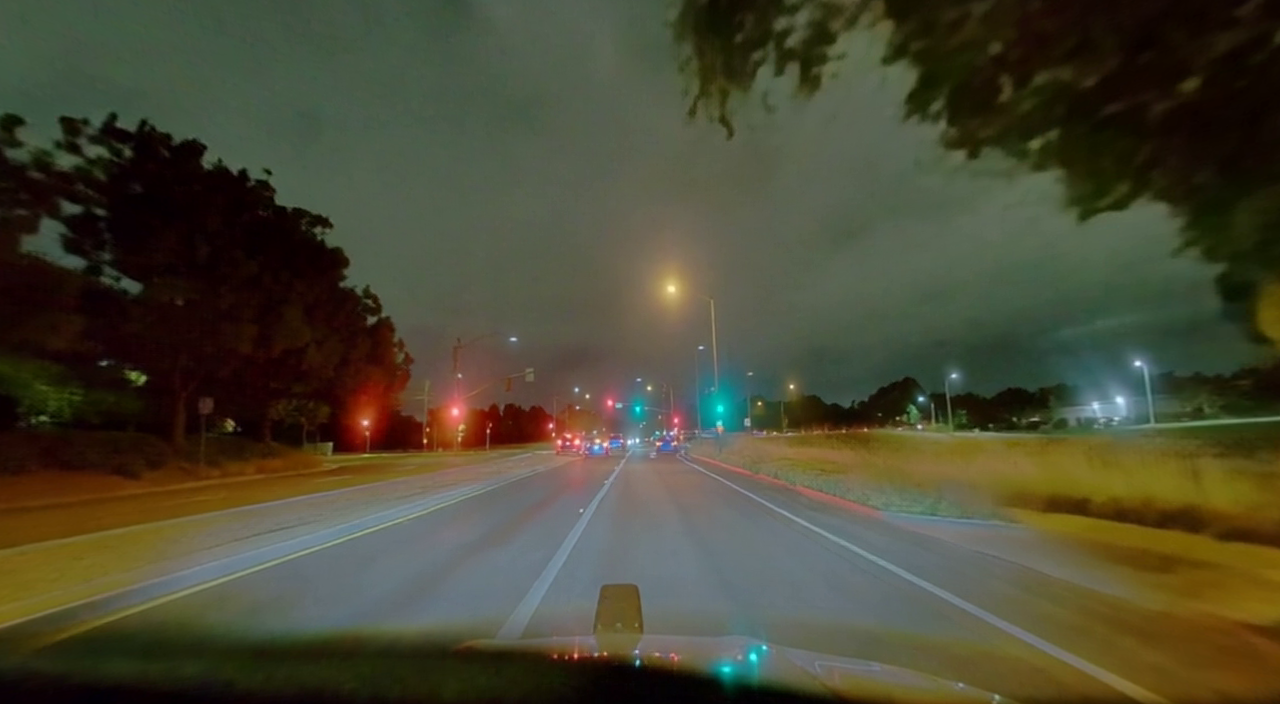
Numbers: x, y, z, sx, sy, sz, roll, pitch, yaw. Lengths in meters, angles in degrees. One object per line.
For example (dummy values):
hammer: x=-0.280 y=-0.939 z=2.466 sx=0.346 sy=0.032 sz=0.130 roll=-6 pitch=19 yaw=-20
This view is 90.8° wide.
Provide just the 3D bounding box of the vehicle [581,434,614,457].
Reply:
vehicle: x=-2.930 y=6.616 z=44.650 sx=1.979 sy=1.492 sz=3.930 roll=0 pitch=-9 yaw=1
